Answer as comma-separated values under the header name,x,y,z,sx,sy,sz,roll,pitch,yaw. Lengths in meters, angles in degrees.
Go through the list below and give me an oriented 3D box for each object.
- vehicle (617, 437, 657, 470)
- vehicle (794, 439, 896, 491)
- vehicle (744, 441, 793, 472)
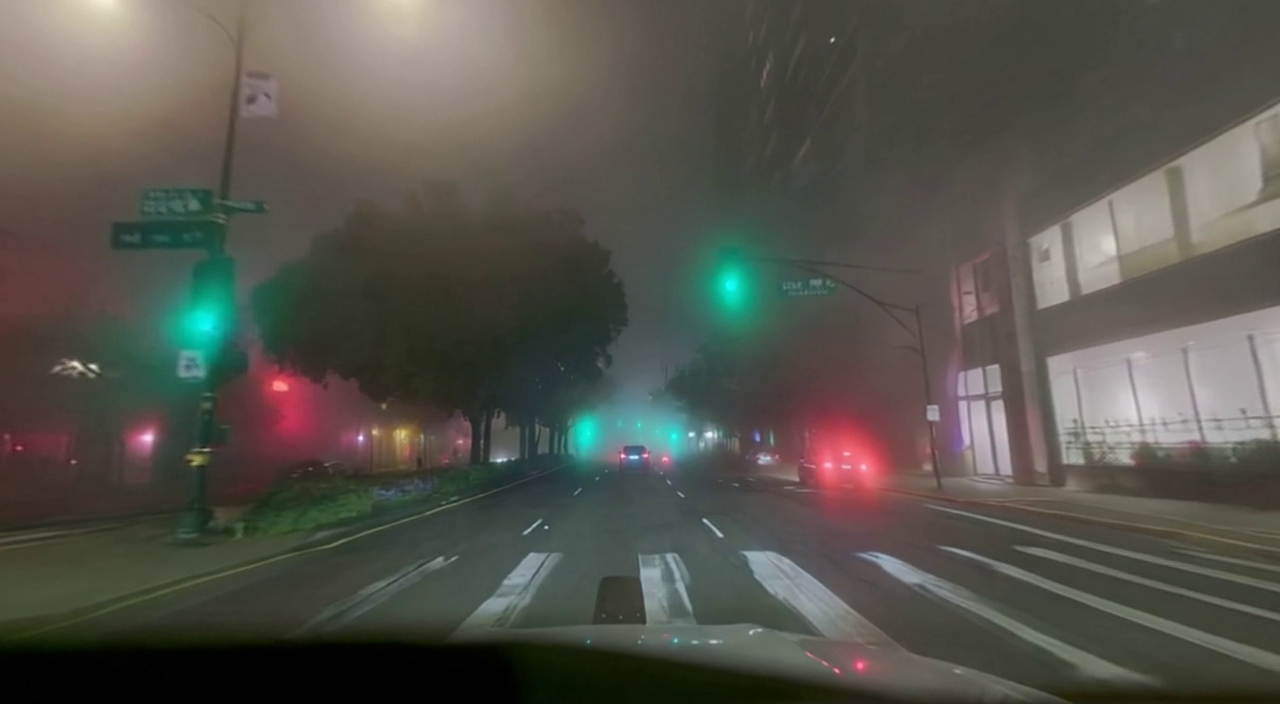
name,x,y,z,sx,sy,sz,roll,pitch,yaw
vehicle,-0.229,5.947,37.186,2.223,1.775,4.250,0,-8,-2
vehicle,6.886,3.810,21.713,2.069,1.590,4.066,0,-8,-1
vehicle,7.044,5.759,35.025,1.785,1.586,3.896,0,-8,-1
